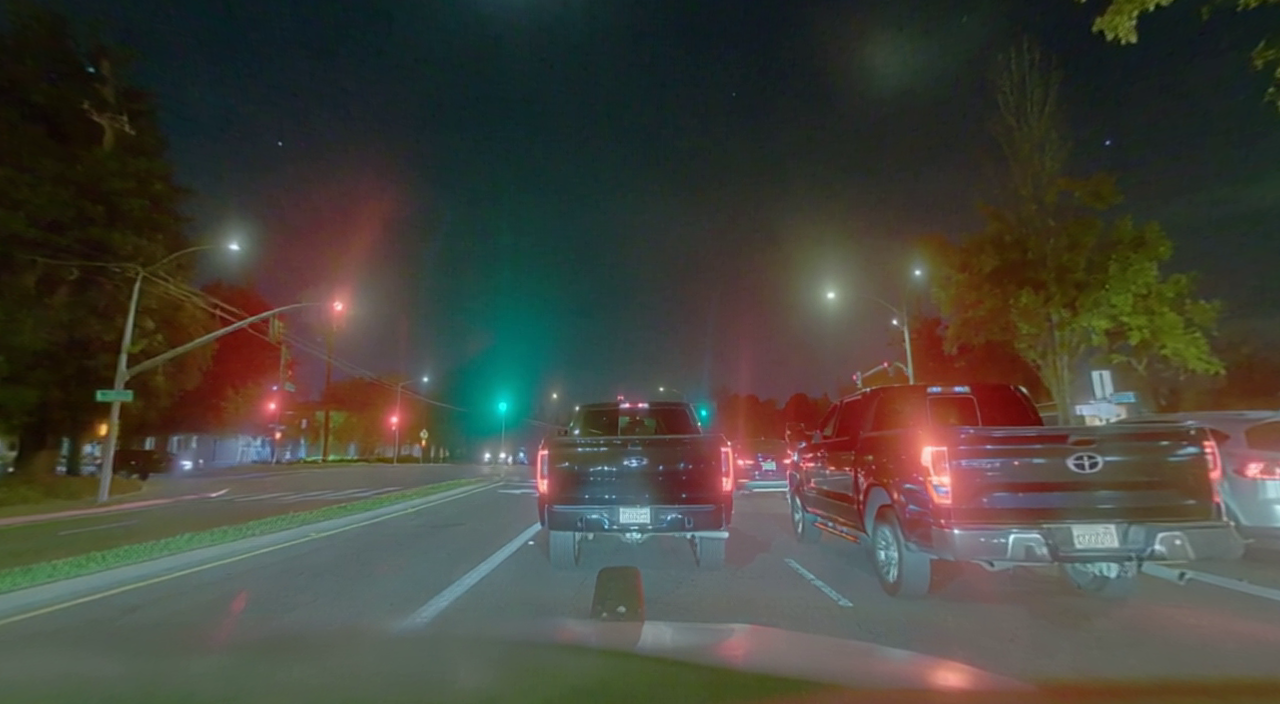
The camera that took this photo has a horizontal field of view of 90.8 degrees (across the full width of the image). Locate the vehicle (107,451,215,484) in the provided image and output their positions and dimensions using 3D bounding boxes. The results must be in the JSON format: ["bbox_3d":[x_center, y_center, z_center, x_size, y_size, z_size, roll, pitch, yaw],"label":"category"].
[{"bbox_3d":[-26.383,6.360,34.989,4.437,1.669,1.936,5,-10,-30],"label":"vehicle"}]

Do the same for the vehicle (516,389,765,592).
[{"bbox_3d":[-0.056,1.620,8.293,2.240,1.821,5.001,0,-9,-1],"label":"vehicle"}]

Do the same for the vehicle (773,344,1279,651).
[{"bbox_3d":[3.325,1.334,6.936,2.412,1.953,5.682,0,-9,-1],"label":"vehicle"}]
